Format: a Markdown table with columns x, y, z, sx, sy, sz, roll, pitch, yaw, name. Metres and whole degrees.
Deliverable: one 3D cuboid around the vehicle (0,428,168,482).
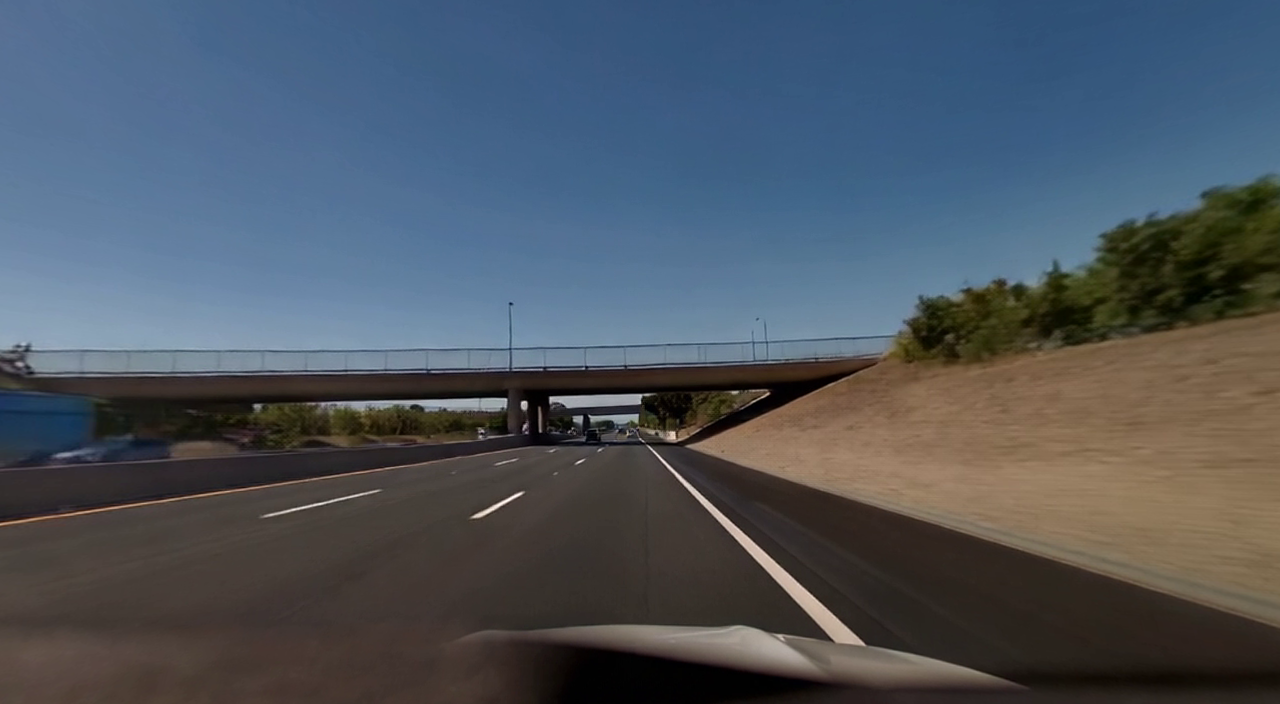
| x | y | z | sx | sy | sz | roll | pitch | yaw | name |
| --- | --- | --- | --- | --- | --- | --- | --- | --- | --- |
| -19.699 | 3.616 | 22.525 | 1.953 | 1.697 | 4.661 | 0 | -8 | -1 | vehicle |
